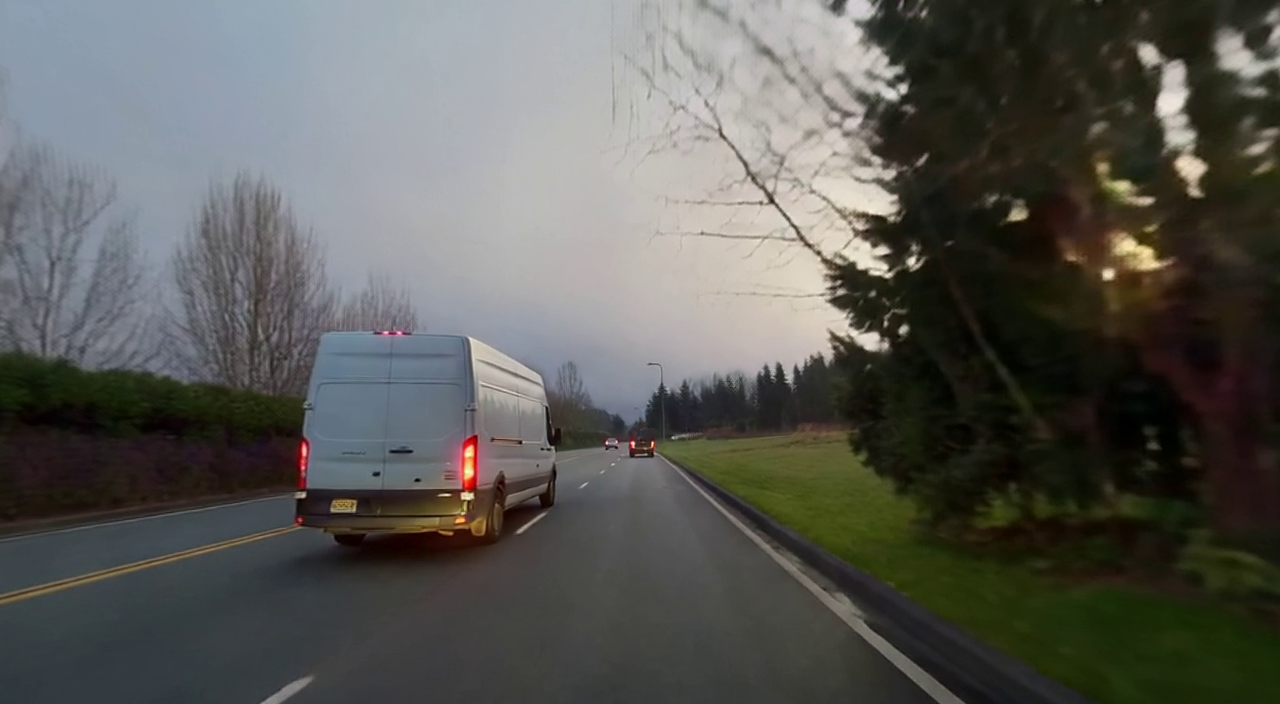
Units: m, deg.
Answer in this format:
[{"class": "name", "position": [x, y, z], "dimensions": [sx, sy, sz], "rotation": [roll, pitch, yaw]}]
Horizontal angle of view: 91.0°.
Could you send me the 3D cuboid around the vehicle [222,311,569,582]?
[{"class": "vehicle", "position": [-2.694, 1.314, 9.159], "dimensions": [2.497, 2.628, 6.016], "rotation": [0, -8, 1]}]
